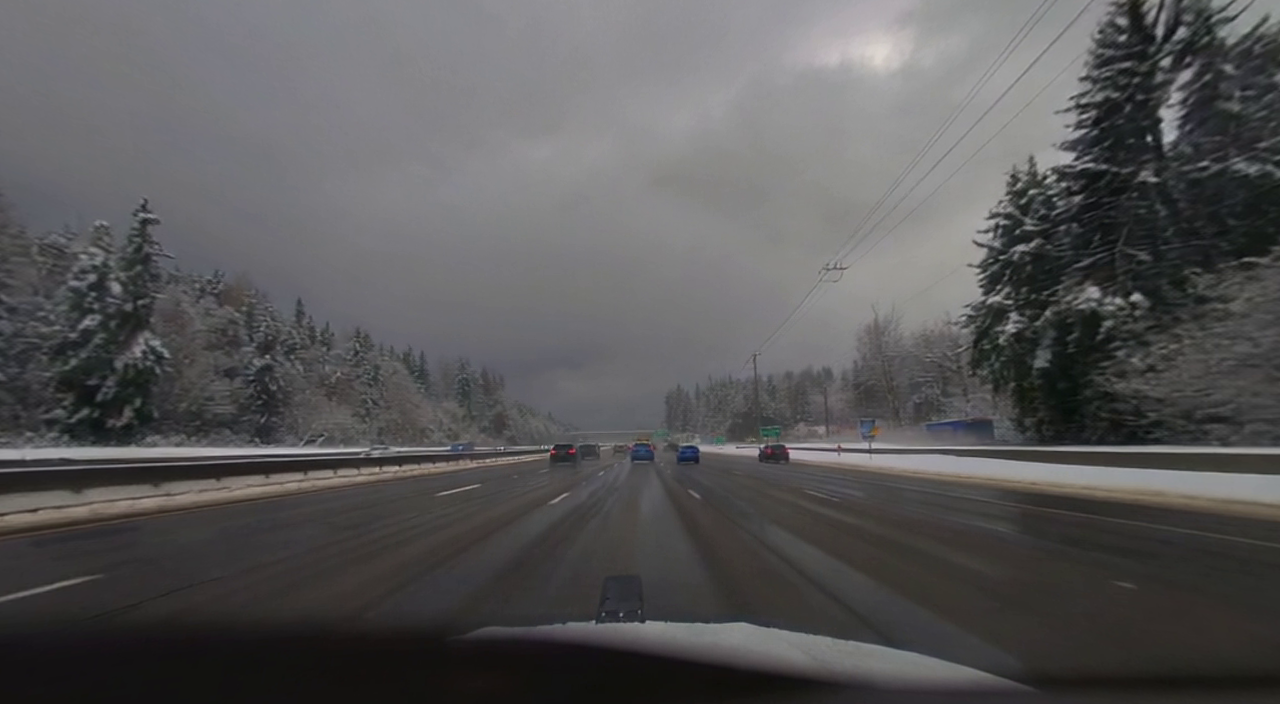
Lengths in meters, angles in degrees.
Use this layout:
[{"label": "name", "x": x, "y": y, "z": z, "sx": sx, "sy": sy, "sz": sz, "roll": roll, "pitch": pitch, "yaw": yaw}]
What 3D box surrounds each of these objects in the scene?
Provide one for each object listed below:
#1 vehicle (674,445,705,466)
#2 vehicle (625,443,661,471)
[{"label": "vehicle", "x": 3.753, "y": 7.964, "z": 48.482, "sx": 2.076, "sy": 1.506, "sz": 4.050, "roll": 0, "pitch": -9, "yaw": 0}, {"label": "vehicle", "x": 0.213, "y": 6.392, "z": 38.496, "sx": 2.066, "sy": 1.562, "sz": 4.198, "roll": 0, "pitch": -9, "yaw": 1}]
